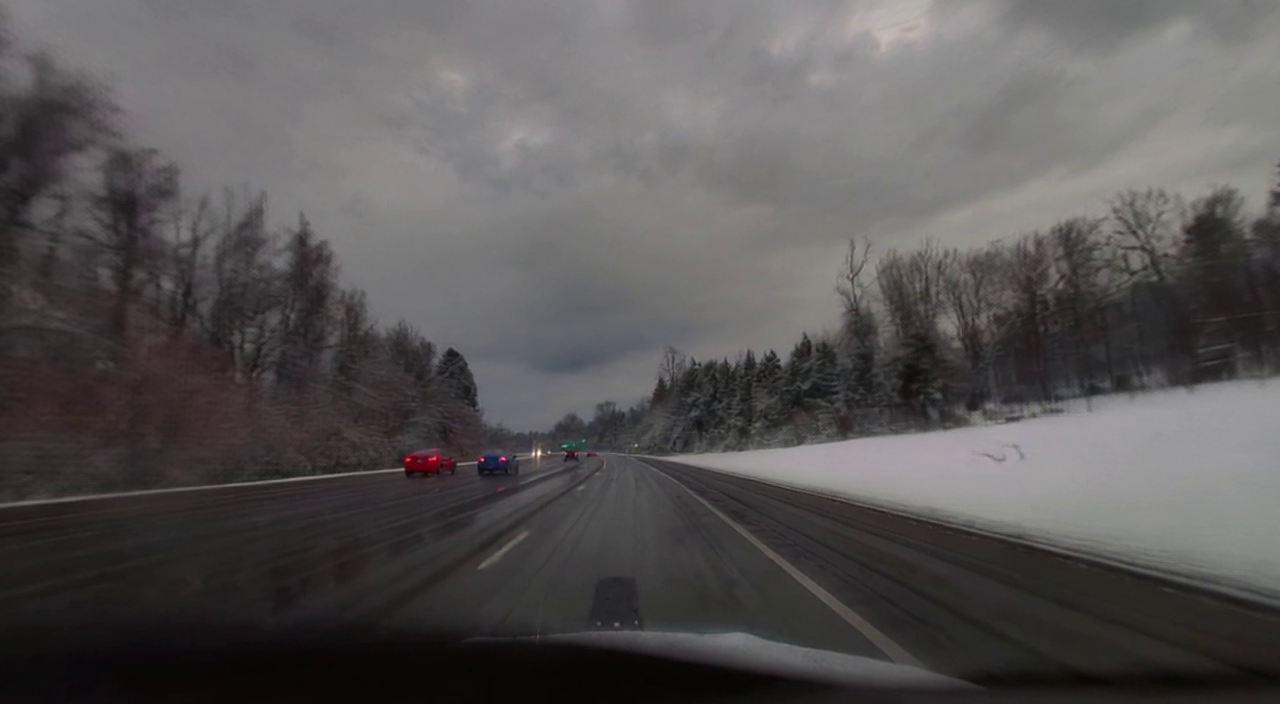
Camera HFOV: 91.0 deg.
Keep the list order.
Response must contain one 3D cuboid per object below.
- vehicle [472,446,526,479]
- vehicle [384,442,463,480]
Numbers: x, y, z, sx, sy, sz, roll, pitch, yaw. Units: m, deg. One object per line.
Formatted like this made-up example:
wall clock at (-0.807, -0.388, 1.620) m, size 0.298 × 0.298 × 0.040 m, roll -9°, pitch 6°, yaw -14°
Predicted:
vehicle at (-7.576, 5.965, 34.252) m, size 2.060 × 1.680 × 4.255 m, roll 0°, pitch -9°, yaw -1°
vehicle at (-11.845, 6.012, 34.975) m, size 2.425 × 1.926 × 5.584 m, roll 0°, pitch -9°, yaw -1°
